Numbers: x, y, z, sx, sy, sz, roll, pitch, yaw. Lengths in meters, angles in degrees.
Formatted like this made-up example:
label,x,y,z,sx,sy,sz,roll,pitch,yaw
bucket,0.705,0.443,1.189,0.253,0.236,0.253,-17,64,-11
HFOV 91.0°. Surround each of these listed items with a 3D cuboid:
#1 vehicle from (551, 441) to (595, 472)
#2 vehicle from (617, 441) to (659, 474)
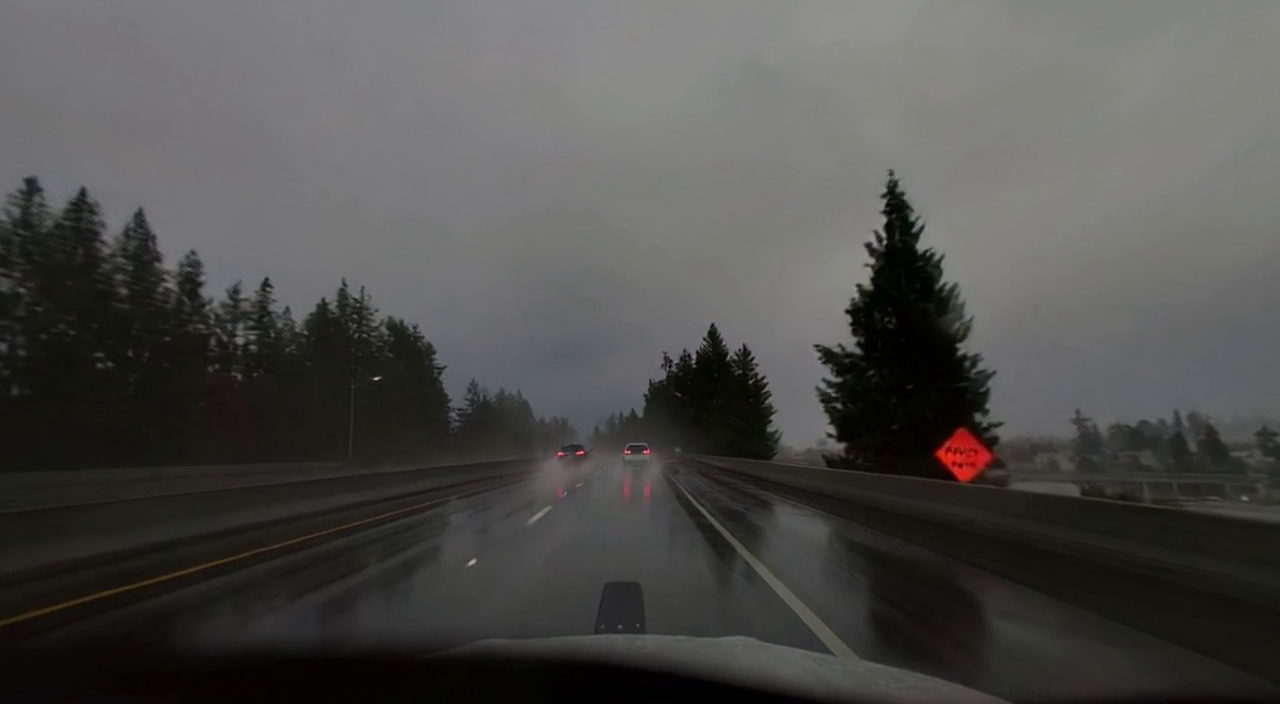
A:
label,x,y,z,sx,sy,sz,roll,pitch,yaw
vehicle,-3.981,6.288,38.201,2.130,1.741,4.665,0,-8,1
vehicle,-0.095,5.704,34.184,2.130,1.684,3.826,0,-8,0
